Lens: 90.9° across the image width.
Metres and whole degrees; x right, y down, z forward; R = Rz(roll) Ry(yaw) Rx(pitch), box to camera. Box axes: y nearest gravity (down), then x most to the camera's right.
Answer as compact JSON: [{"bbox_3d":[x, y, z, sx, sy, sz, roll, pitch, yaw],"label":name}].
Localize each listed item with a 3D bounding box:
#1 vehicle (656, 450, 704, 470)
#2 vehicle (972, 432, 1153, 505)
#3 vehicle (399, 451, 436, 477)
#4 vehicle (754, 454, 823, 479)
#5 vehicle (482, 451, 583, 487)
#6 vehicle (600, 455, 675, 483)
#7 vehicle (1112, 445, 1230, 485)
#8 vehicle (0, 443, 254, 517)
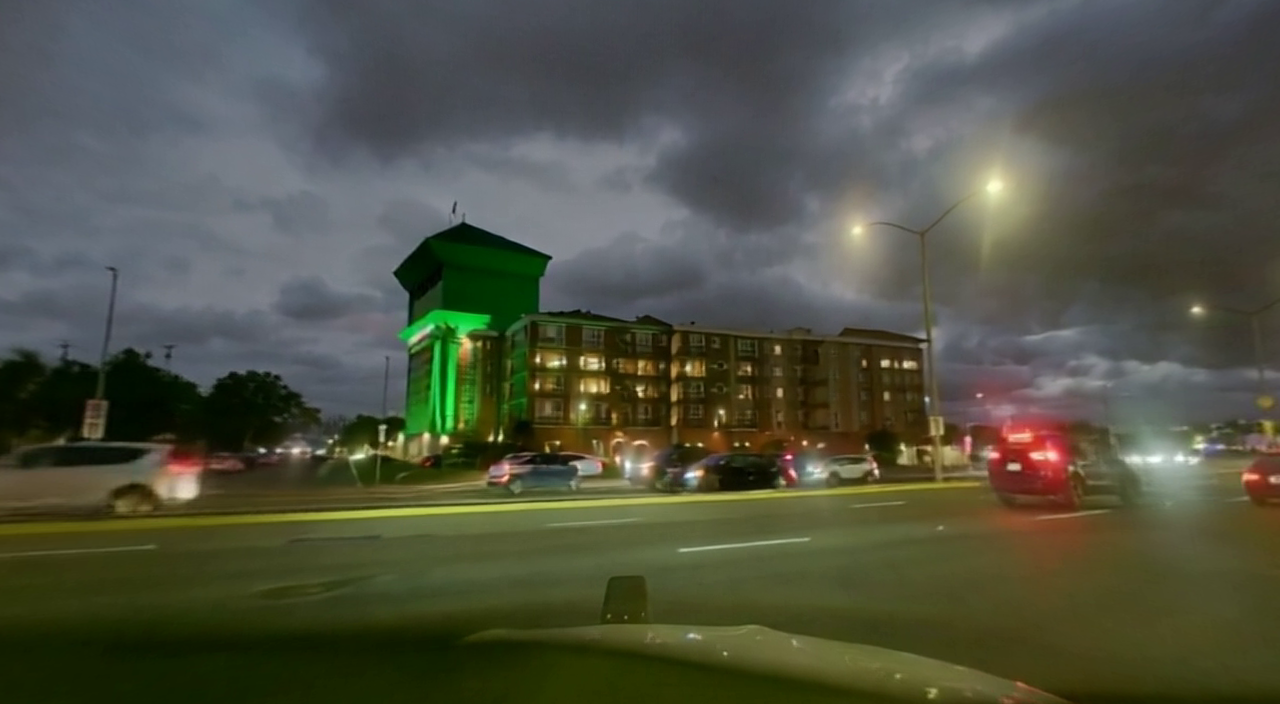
[{"bbox_3d":[3.072,8.437,49.487,2.133,1.494,4.108,4,-9,-24],"label":"vehicle"},{"bbox_3d":[11.139,2.985,16.614,4.284,1.692,2.031,4,-9,-27],"label":"vehicle"},{"bbox_3d":[-14.554,7.263,41.119,1.845,1.509,3.855,4,-9,-25],"label":"vehicle"},{"bbox_3d":[10.486,8.025,44.453,4.604,1.600,1.875,5,-10,-29],"label":"vehicle"},{"bbox_3d":[-5.972,6.452,35.062,5.127,1.803,2.011,4,-9,-27],"label":"vehicle"},{"bbox_3d":[-0.140,7.084,38.375,4.215,1.575,1.884,5,-10,-30],"label":"vehicle"},{"bbox_3d":[21.831,4.581,25.885,4.795,1.465,1.882,4,-9,-27],"label":"vehicle"},{"bbox_3d":[-11.640,2.760,14.045,4.921,1.453,1.894,4,-9,-26],"label":"vehicle"}]
